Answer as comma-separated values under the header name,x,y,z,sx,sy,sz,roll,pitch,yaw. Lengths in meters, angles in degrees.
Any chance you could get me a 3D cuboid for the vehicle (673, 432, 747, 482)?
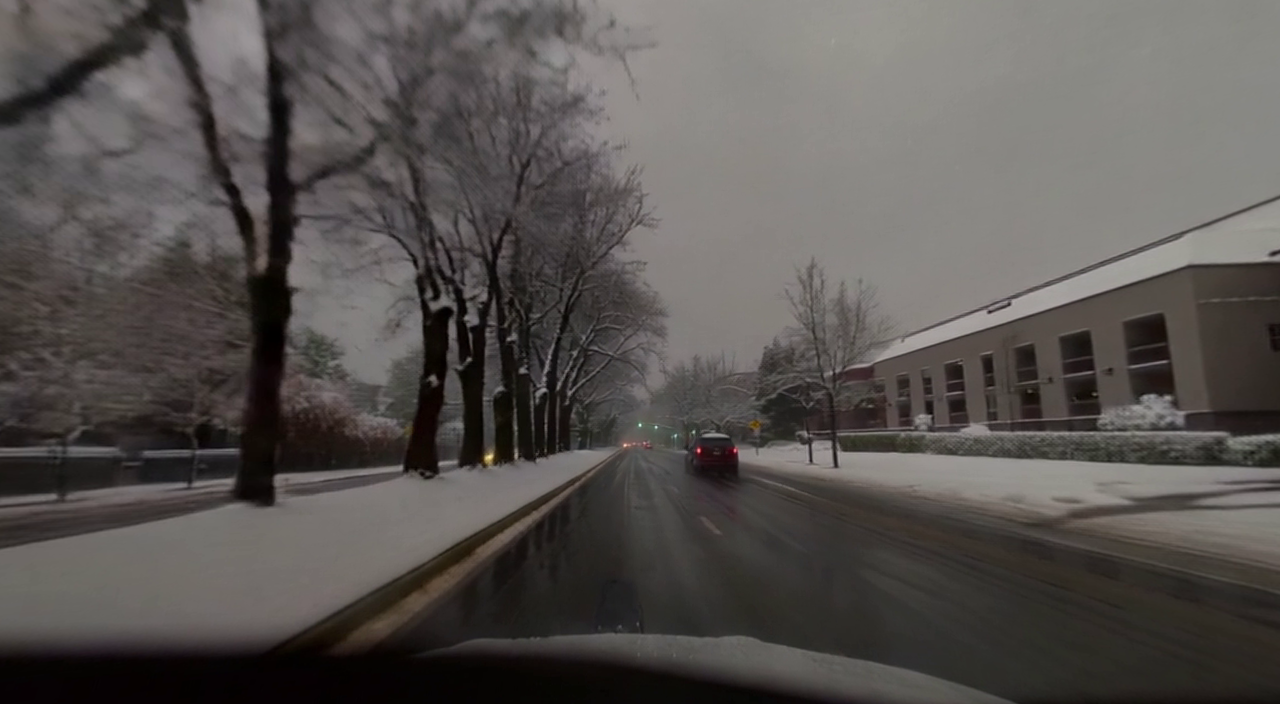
name,x,y,z,sx,sy,sz,roll,pitch,yaw
vehicle,2.590,4.035,24.638,2.240,1.740,4.605,0,-8,-2
